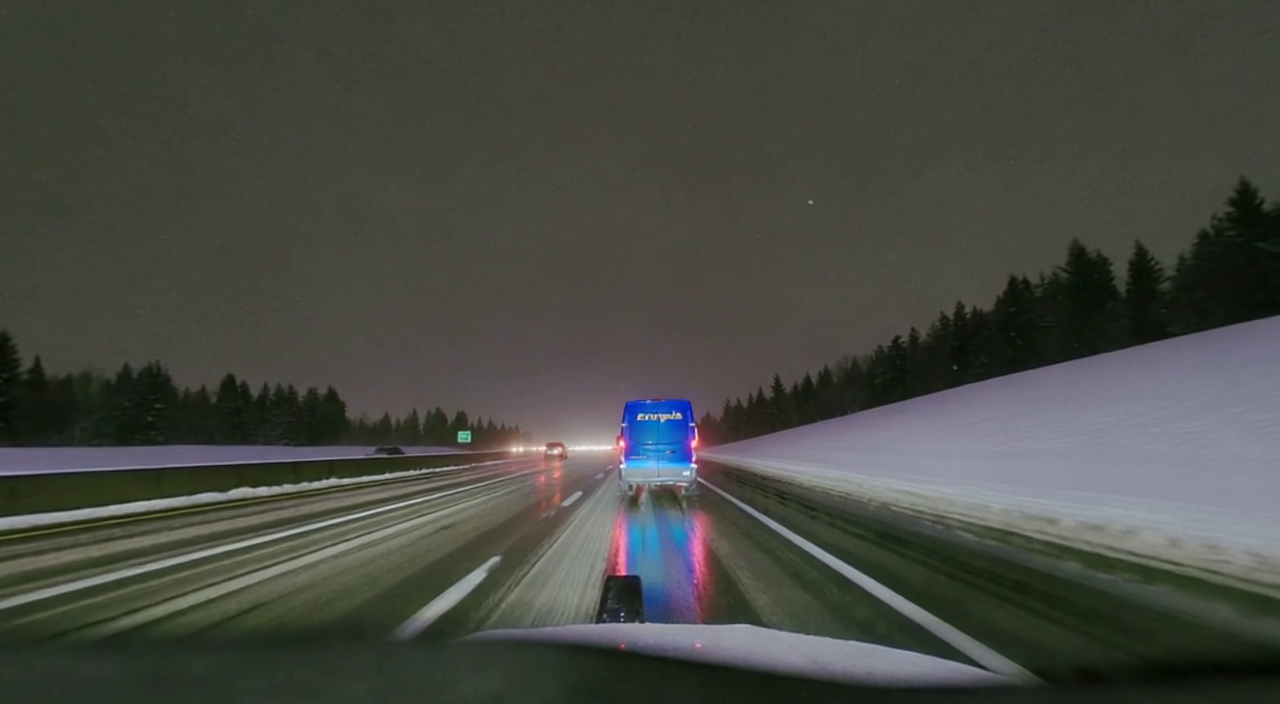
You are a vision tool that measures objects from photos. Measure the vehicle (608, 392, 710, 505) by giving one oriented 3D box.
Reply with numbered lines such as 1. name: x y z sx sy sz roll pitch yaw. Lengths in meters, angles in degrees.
1. vehicle: 0.354 2.596 17.099 2.332 2.558 5.314 0 -9 -2

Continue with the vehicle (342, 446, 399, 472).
1. vehicle: -15.713 6.238 36.941 1.651 1.410 3.840 0 -9 0
